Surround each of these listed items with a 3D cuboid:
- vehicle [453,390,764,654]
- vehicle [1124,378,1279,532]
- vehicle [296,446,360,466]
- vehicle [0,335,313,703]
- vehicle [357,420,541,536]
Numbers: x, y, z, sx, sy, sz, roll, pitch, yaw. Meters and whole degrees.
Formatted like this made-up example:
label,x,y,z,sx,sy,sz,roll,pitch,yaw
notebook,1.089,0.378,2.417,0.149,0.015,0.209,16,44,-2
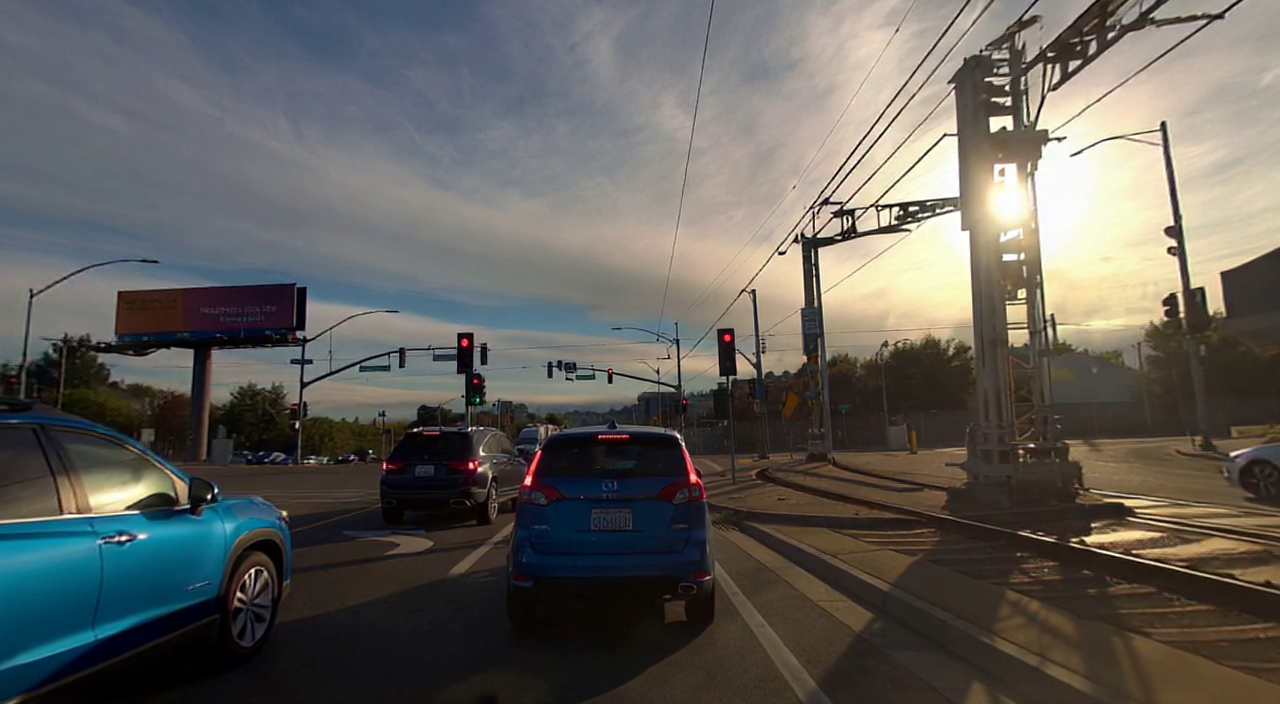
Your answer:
label,x,y,z,sx,sy,sz,roll,pitch,yaw
vehicle,-0.215,1.386,6.043,2.025,1.723,3.644,0,-9,0
vehicle,9.591,1.313,8.176,5.060,1.702,2.033,1,-9,-4
vehicle,-24.221,8.062,49.064,4.357,1.444,1.842,-3,-9,19
vehicle,-3.926,0.859,2.965,2.052,1.814,5.184,0,-9,-1
vehicle,-3.154,2.181,11.491,1.988,1.678,4.317,0,-9,0
